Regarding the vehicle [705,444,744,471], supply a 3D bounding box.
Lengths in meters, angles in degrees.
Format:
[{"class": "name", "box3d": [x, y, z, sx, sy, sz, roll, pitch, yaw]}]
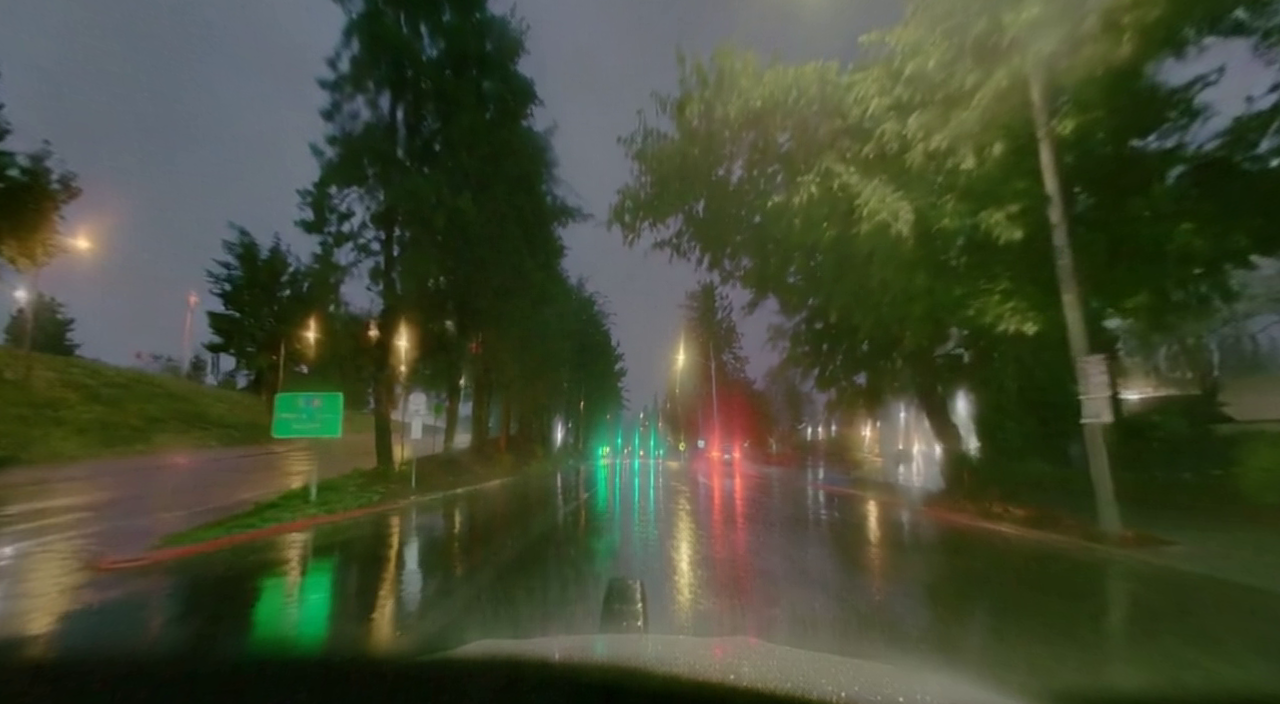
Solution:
[{"class": "vehicle", "box3d": [5.958, 7.451, 44.960, 2.177, 1.788, 5.106, 0, -8, 1]}]

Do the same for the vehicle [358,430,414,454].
[{"class": "vehicle", "box3d": [-16.524, 5.905, 41.221, 1.960, 1.436, 4.584, 1, -8, -3]}]
